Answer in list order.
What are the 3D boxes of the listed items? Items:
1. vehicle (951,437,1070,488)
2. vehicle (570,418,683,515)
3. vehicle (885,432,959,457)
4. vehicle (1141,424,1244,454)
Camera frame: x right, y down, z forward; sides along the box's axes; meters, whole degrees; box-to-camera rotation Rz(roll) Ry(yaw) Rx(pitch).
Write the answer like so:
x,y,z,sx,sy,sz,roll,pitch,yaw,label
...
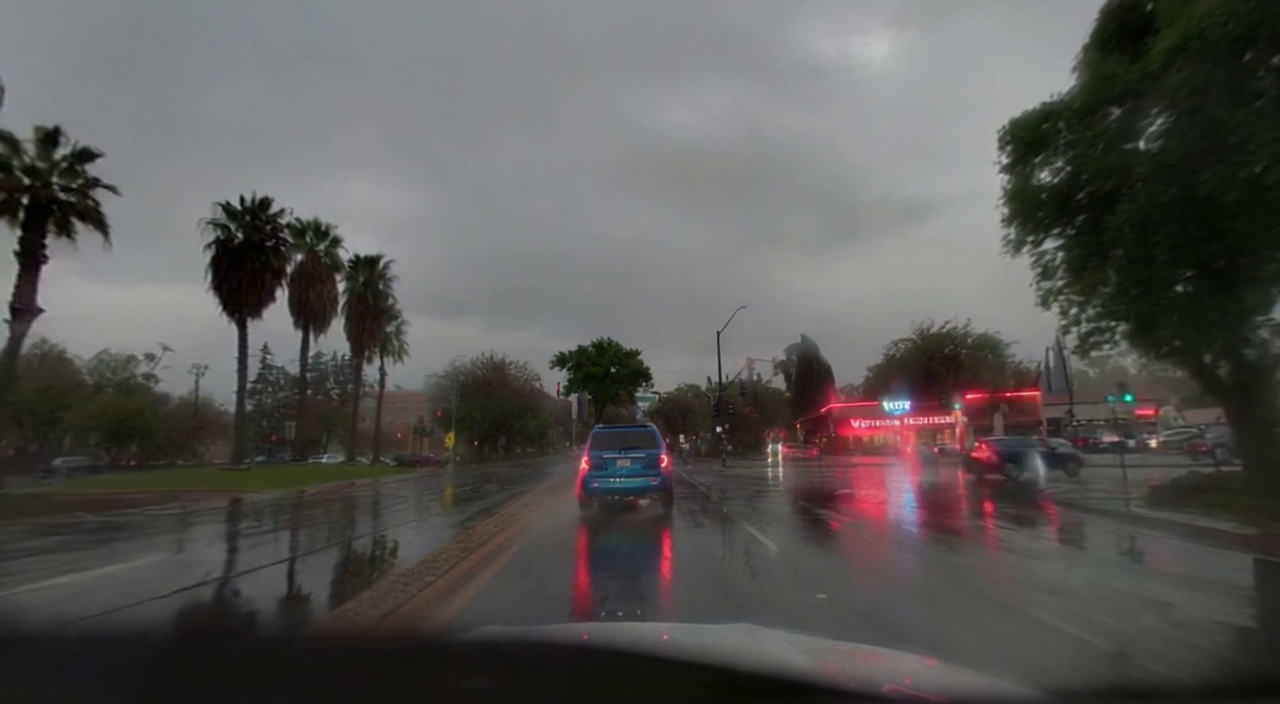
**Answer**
x,y,z,sx,sy,sz,roll,pitch,yaw,label
12.918,3.781,21.949,4.542,1.560,2.086,7,-11,-40,vehicle
-0.211,2.665,15.127,2.263,1.932,4.709,-1,-9,2,vehicle
21.647,7.128,48.610,4.852,1.847,1.983,-6,-10,33,vehicle
32.387,5.143,37.202,4.167,1.655,1.841,-6,-10,32,vehicle
